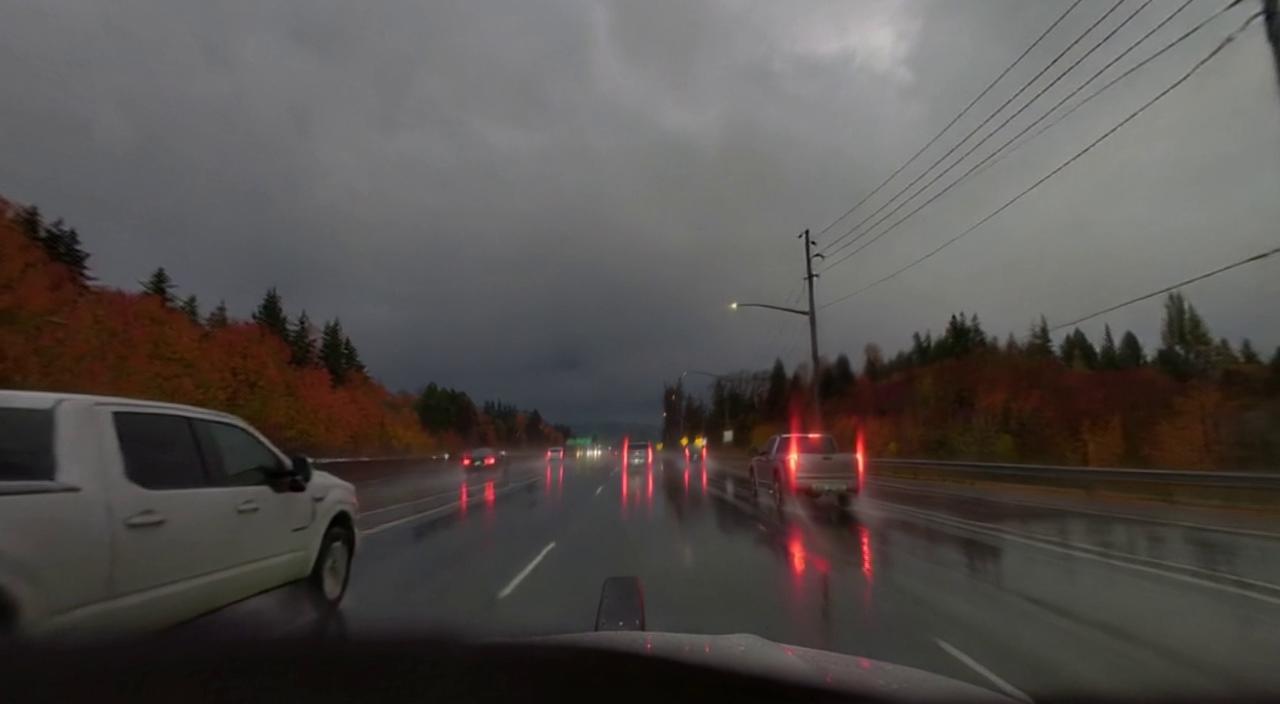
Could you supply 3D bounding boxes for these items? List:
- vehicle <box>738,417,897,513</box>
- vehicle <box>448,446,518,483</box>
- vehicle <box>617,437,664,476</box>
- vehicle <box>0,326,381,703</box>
[{"bbox_3d":[4.190,2.833,16.194,2.388,1.998,5.749,0,-9,0],"label":"vehicle"},{"bbox_3d":[-7.047,5.095,28.777,2.014,1.526,4.577,0,-9,0],"label":"vehicle"},{"bbox_3d":[0.046,5.650,34.270,2.372,1.957,5.121,0,-9,0],"label":"vehicle"},{"bbox_3d":[-3.287,0.940,2.998,2.154,1.783,4.476,0,-9,0],"label":"vehicle"}]
